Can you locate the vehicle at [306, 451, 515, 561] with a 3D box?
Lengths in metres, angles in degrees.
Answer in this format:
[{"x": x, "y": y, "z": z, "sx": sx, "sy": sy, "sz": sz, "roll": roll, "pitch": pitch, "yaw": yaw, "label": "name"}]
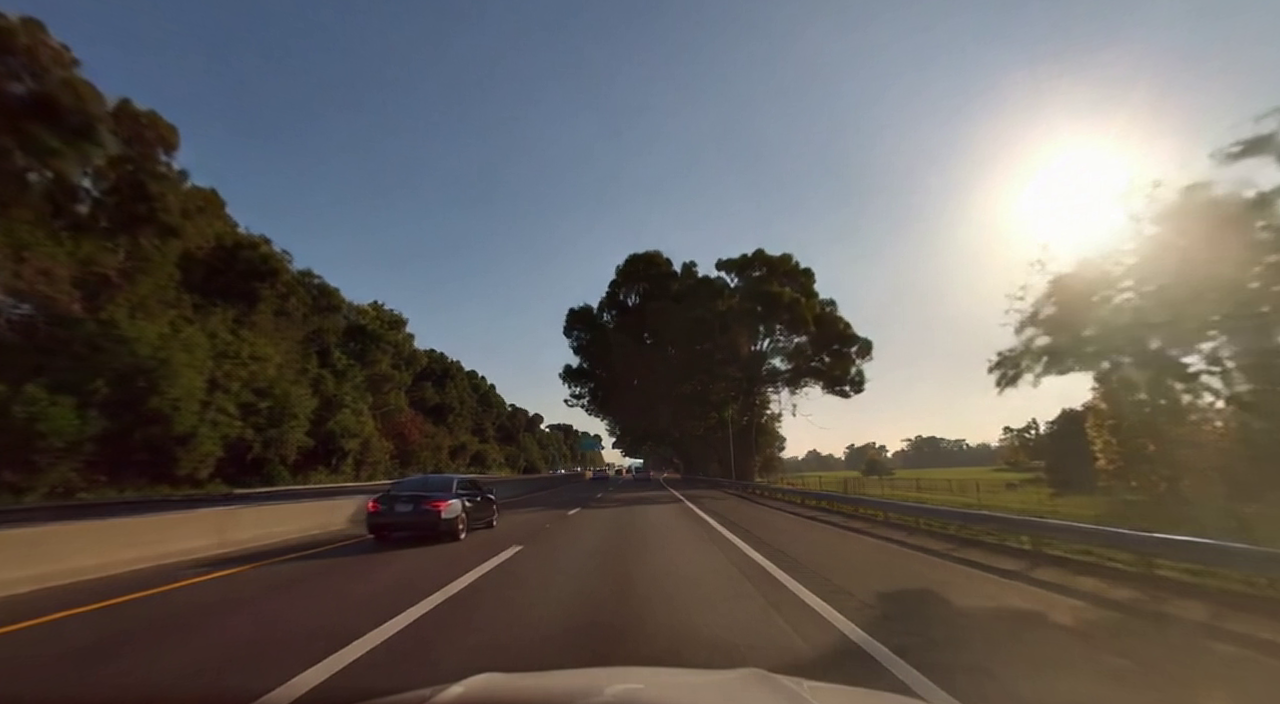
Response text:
[{"x": -3.728, "y": 2.621, "z": 11.248, "sx": 2.047, "sy": 1.523, "sz": 4.279, "roll": 1, "pitch": -11, "yaw": 1, "label": "vehicle"}]
